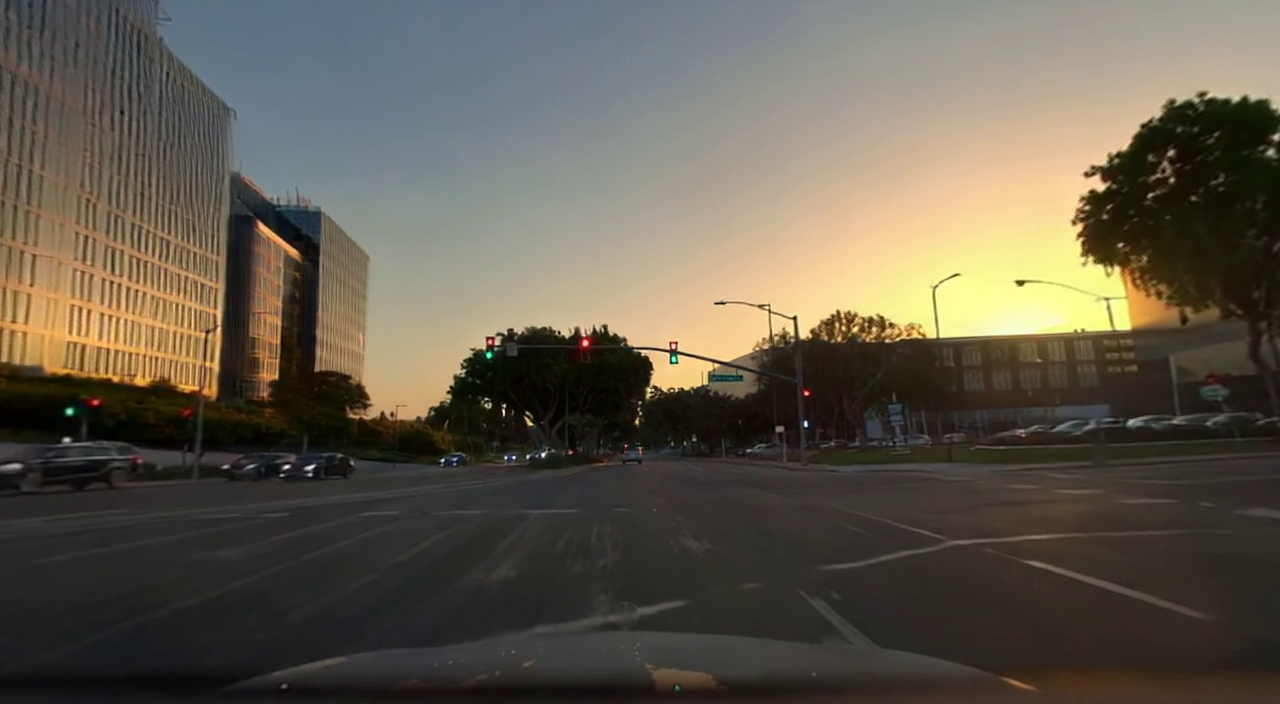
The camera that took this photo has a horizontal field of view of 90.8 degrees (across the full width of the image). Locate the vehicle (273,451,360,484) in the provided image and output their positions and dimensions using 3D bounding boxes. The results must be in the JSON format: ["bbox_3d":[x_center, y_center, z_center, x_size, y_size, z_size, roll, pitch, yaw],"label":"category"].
[{"bbox_3d":[-16.368,5.829,32.297,1.922,1.448,4.702,-2,-8,1],"label":"vehicle"}]

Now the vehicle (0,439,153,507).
[{"bbox_3d":[-19.910,4.012,21.424,2.380,1.963,5.458,-2,-8,1],"label":"vehicle"}]

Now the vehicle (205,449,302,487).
[{"bbox_3d":[-19.703,5.897,32.473,2.093,1.654,4.601,-3,-8,0],"label":"vehicle"}]
